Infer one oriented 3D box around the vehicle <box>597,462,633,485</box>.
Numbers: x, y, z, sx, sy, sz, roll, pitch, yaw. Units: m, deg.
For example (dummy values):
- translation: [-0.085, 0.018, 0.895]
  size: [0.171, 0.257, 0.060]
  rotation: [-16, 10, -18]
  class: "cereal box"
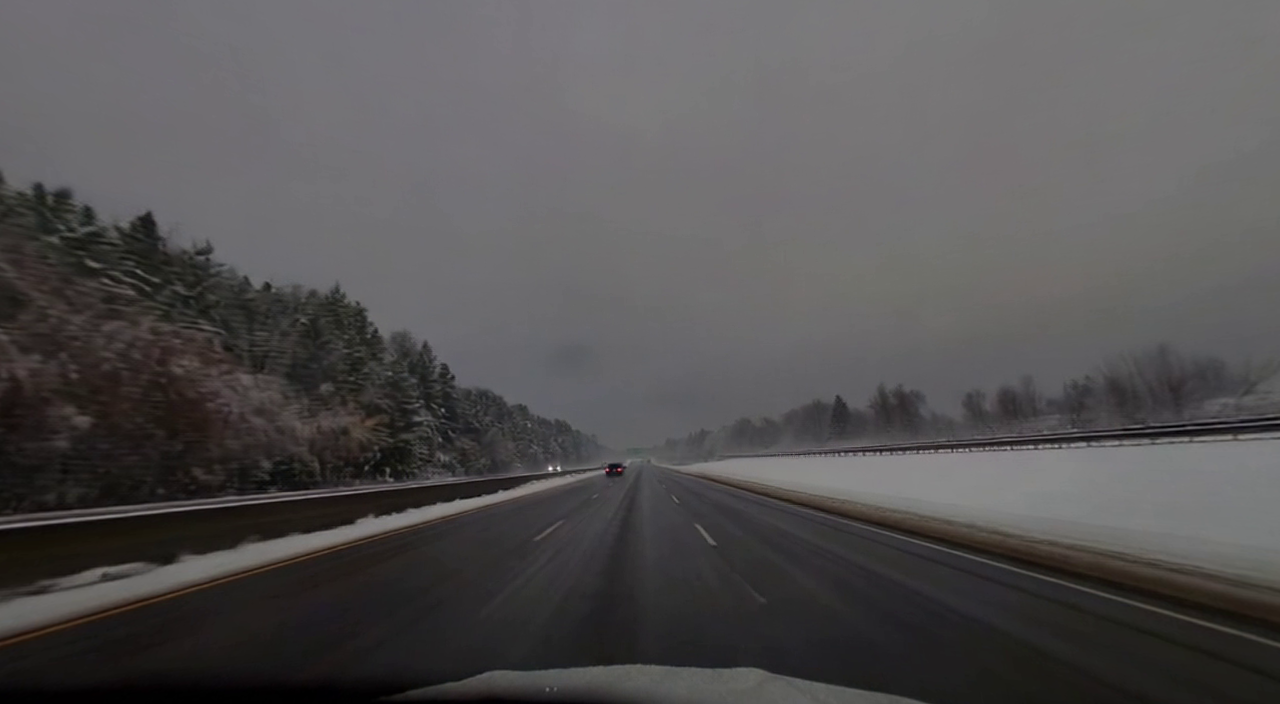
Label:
- translation: [-1.600, 8.154, 42.440]
  size: [2.183, 1.435, 4.653]
  rotation: [1, -10, 0]
  class: "vehicle"
